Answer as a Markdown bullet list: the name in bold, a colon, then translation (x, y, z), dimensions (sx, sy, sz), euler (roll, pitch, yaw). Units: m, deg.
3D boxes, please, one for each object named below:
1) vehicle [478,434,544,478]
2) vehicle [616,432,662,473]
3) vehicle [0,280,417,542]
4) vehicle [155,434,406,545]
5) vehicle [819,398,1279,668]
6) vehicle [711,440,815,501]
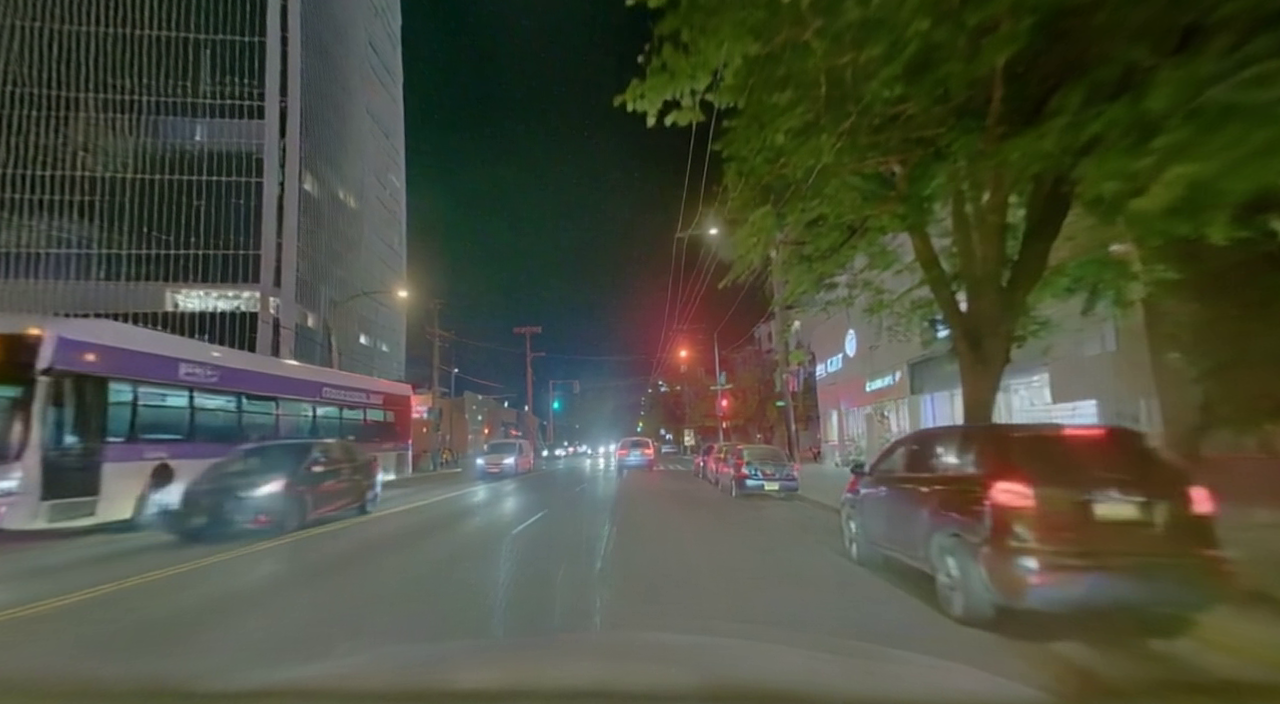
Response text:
- **vehicle**: translation (-5.592, 4.563, 27.893), dimensions (2.050, 1.763, 4.119), euler (0, -8, 0)
- **vehicle**: translation (0.001, 4.970, 31.528), dimensions (2.127, 1.893, 4.194), euler (0, -8, 1)
- **vehicle**: translation (-9.432, 1.798, 15.298), dimensions (3.022, 3.627, 13.129), euler (-1, -9, 1)
- **vehicle**: translation (-5.963, 2.287, 11.238), dimensions (1.954, 1.581, 4.197), euler (0, -8, 0)
- **vehicle**: translation (3.240, 1.394, 5.952), dimensions (1.878, 1.621, 4.135), euler (0, -8, 0)
- **vehicle**: translation (3.288, 3.258, 17.846), dimensions (2.018, 1.474, 4.524), euler (0, -8, 0)
